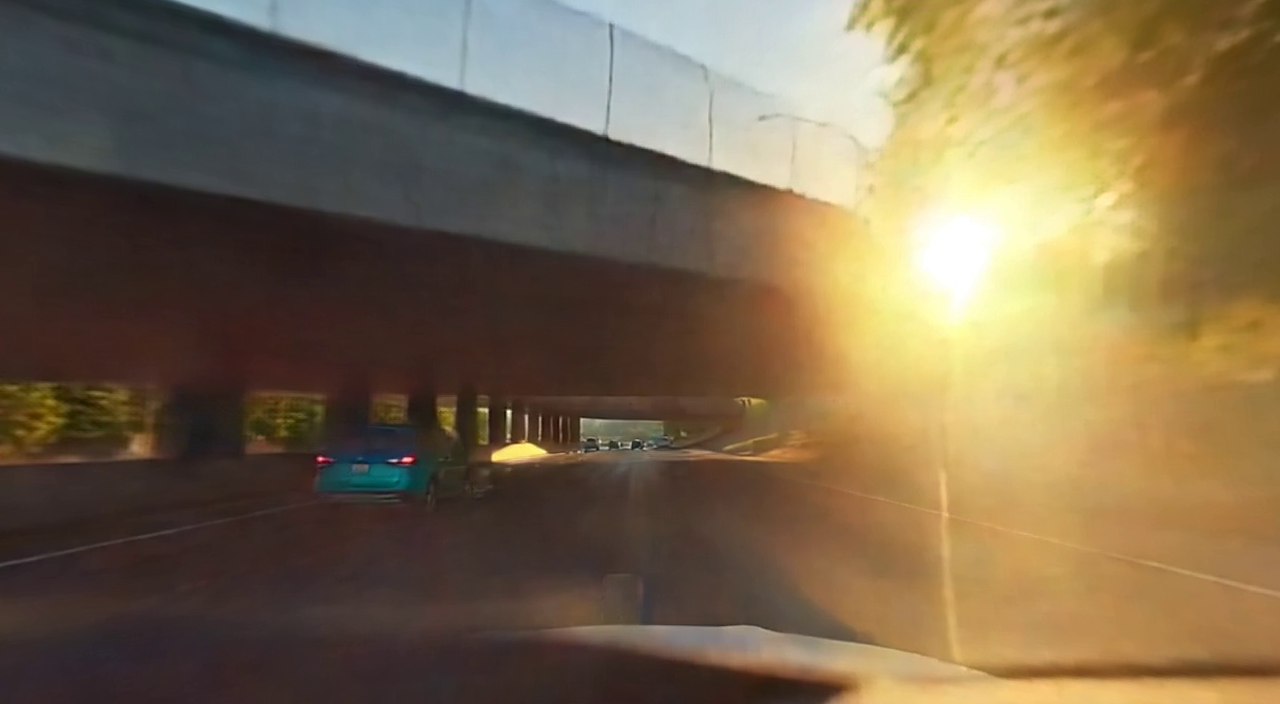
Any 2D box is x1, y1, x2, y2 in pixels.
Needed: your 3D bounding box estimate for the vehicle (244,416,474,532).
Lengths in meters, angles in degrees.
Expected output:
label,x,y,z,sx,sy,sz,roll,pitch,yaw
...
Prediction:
label,x,y,z,sx,sy,sz,roll,pitch,yaw
vehicle,-4.691,2.093,11.390,2.125,1.662,4.336,0,-8,0
